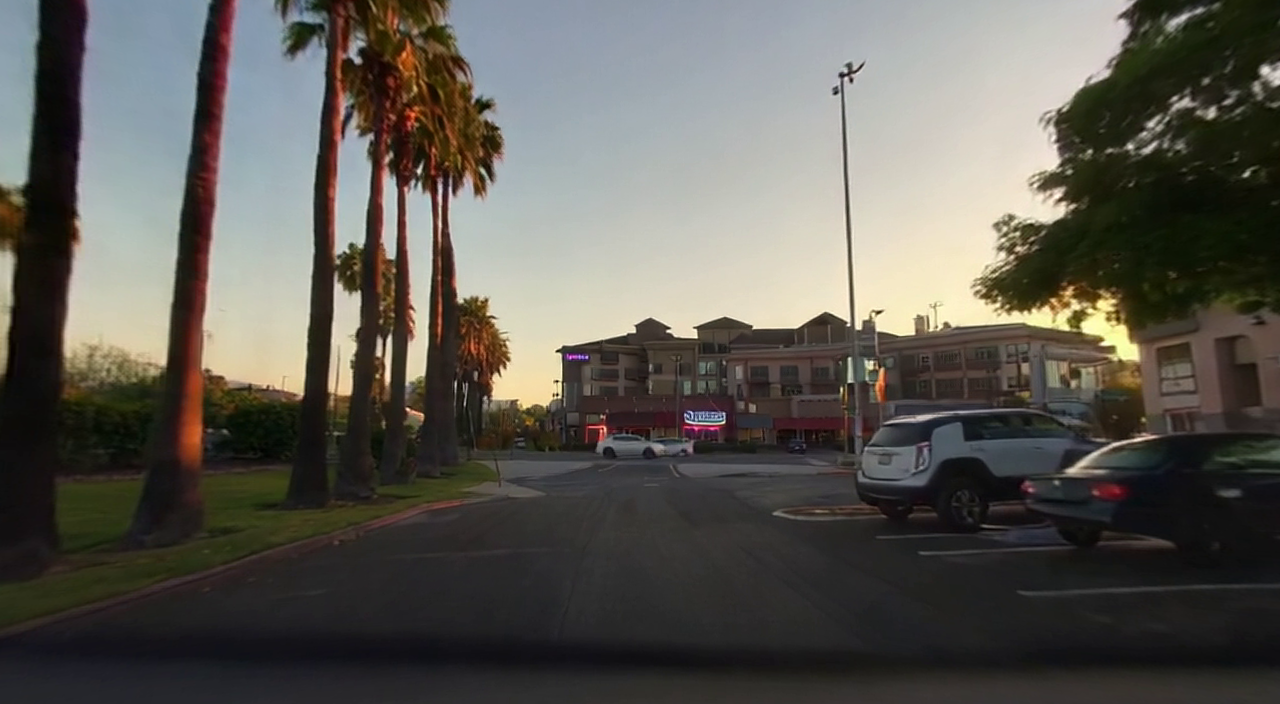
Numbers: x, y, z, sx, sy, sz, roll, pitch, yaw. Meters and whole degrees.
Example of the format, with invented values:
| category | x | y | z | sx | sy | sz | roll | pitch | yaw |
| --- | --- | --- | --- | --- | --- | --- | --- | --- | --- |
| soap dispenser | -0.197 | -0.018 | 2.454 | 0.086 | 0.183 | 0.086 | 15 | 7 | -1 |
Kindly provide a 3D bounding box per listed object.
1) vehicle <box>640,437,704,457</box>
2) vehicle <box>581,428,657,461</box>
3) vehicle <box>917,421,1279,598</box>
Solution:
| category | x | y | z | sx | sy | sz | roll | pitch | yaw |
| --- | --- | --- | --- | --- | --- | --- | --- | --- | --- |
| vehicle | 2.423 | 7.373 | 49.110 | 4.850 | 1.472 | 1.777 | 0 | -8 | -1 |
| vehicle | -1.188 | 5.299 | 36.104 | 4.211 | 1.756 | 2.158 | -1 | -8 | -1 |
| vehicle | 5.800 | 1.519 | 6.796 | 4.742 | 1.506 | 1.919 | 0 | -7 | -5 |
